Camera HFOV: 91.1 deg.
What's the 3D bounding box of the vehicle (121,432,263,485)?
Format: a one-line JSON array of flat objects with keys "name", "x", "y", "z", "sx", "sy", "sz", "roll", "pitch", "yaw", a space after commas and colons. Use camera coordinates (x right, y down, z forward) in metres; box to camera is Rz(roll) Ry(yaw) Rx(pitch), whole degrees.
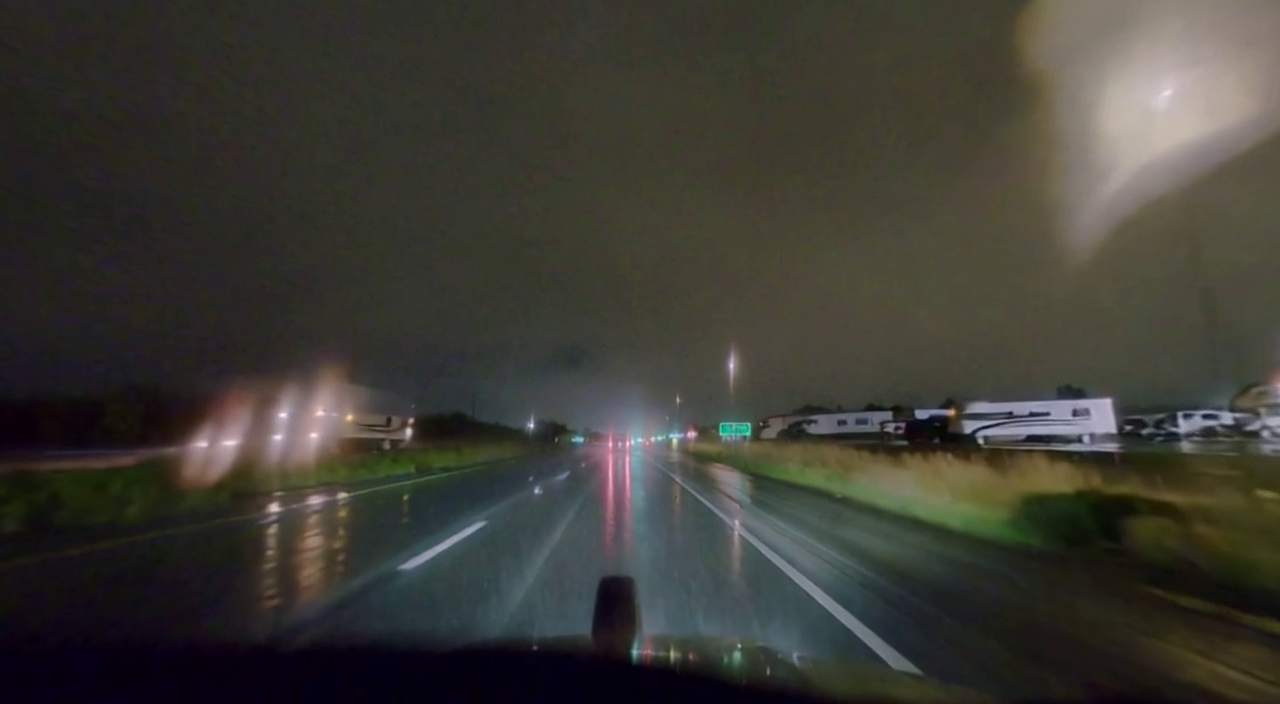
[{"name": "vehicle", "x": -17.619, "y": 4.165, "z": 25.130, "sx": 2.077, "sy": 1.896, "sz": 5.013, "roll": 0, "pitch": -8, "yaw": -1}]
